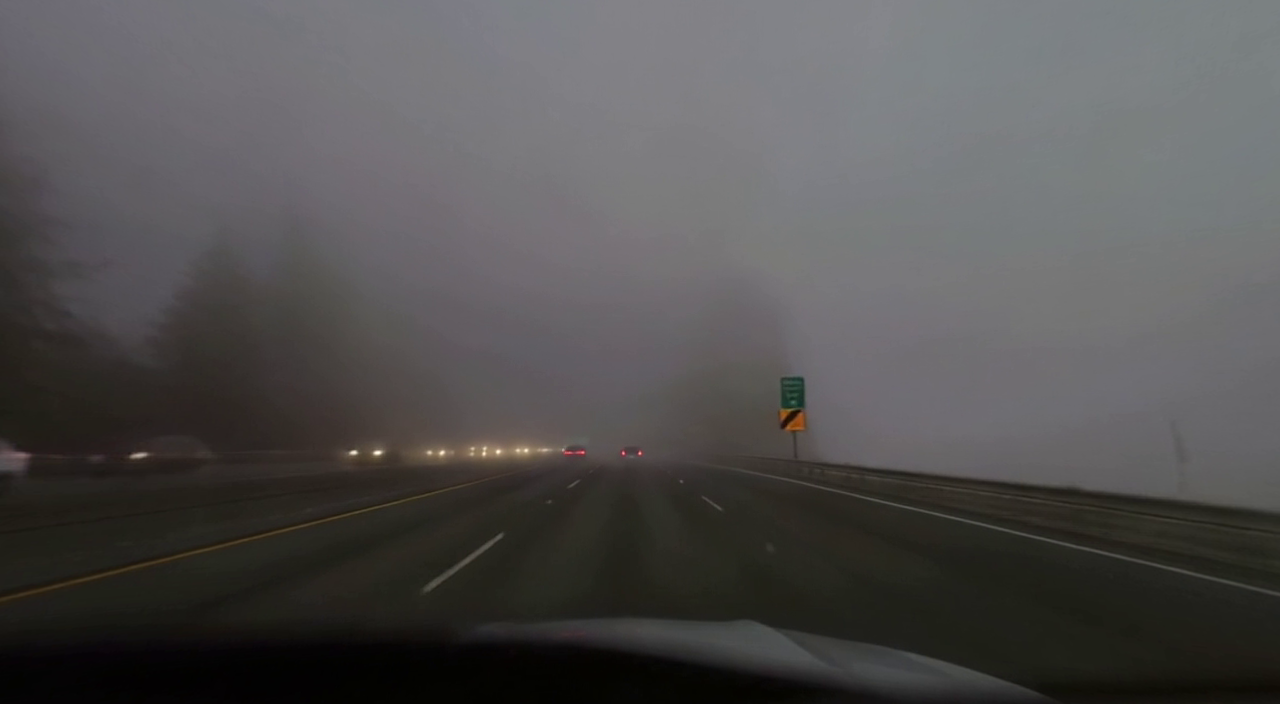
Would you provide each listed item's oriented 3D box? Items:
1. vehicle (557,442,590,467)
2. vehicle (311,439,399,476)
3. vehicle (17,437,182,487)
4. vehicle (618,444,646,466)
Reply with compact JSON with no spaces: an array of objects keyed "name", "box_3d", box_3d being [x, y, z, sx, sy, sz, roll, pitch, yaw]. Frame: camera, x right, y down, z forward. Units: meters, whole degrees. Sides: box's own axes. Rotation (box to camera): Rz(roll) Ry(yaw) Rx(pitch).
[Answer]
[{"name":"vehicle","box_3d":[-4.777,7.413,45.503,2.098,1.692,4.038,0,-9,-2]},{"name":"vehicle","box_3d":[-13.019,4.857,28.982,1.935,1.542,4.672,0,-9,-1]},{"name":"vehicle","box_3d":[-18.013,3.685,21.206,1.857,1.496,4.189,0,-9,-1]},{"name":"vehicle","box_3d":[-0.645,7.900,48.278,2.084,1.582,3.882,0,-9,-2]}]
